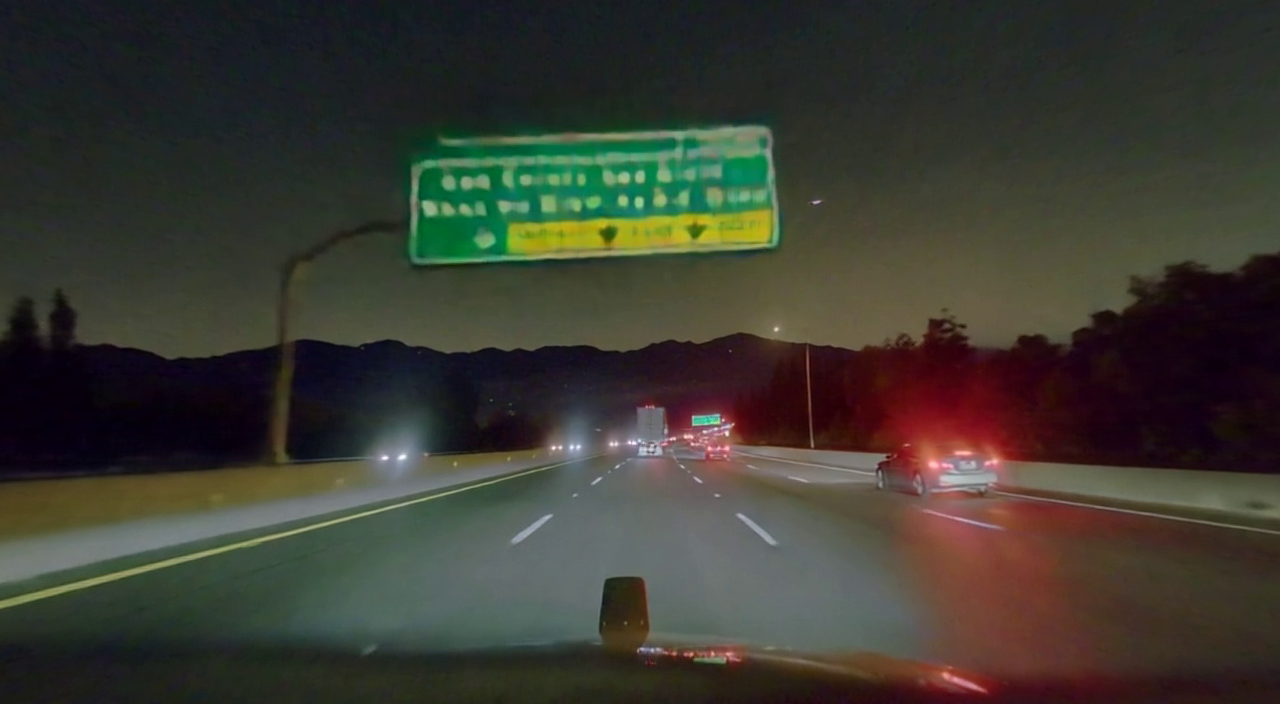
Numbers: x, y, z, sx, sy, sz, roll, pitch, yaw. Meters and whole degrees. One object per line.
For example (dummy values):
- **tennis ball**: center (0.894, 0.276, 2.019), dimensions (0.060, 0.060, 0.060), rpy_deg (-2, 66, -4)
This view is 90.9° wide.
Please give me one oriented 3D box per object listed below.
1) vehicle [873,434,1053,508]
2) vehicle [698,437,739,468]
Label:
- **vehicle**: center (7.213, 2.677, 14.656), dimensions (1.982, 1.440, 4.171), rpy_deg (0, -8, 0)
- **vehicle**: center (4.467, 5.762, 36.313), dimensions (1.880, 1.624, 3.941), rpy_deg (0, -8, 1)
